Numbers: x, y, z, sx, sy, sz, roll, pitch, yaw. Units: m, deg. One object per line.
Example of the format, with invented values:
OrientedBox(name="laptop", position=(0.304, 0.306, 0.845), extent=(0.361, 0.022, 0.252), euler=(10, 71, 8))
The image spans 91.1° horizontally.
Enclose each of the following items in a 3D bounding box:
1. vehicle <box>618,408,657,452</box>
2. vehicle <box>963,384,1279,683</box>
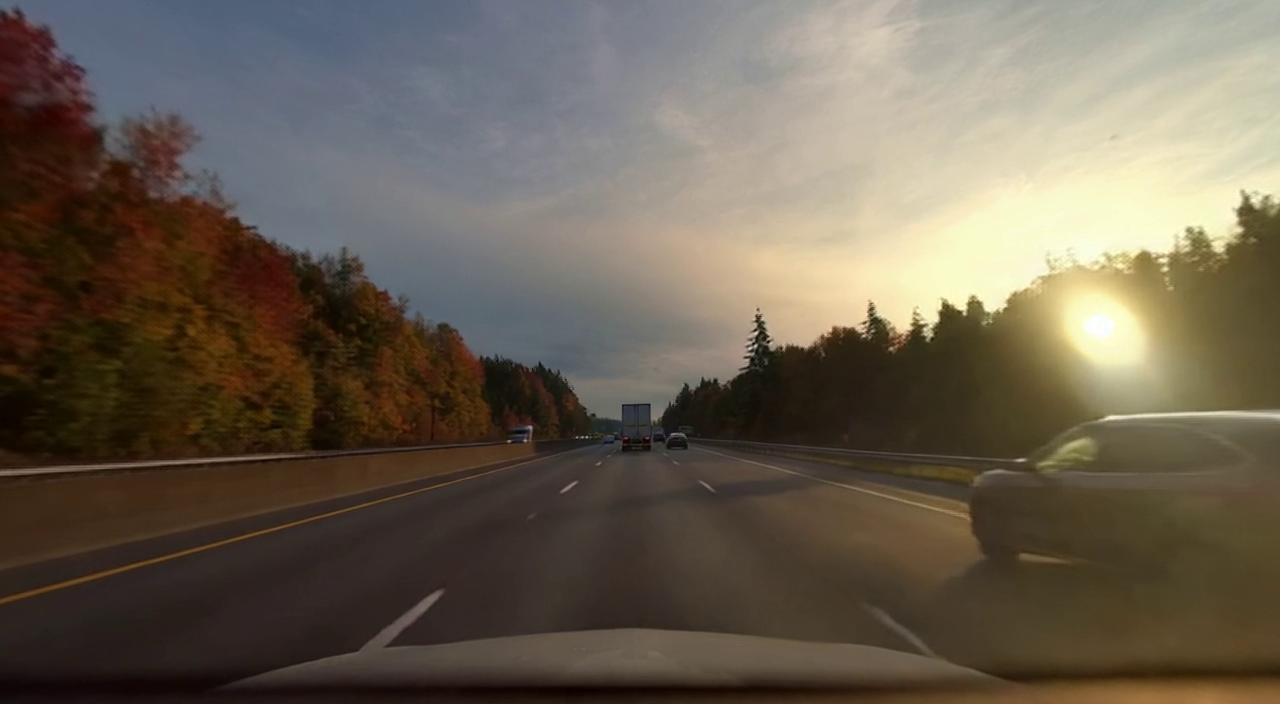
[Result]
OrientedBox(name="vehicle", position=(-0.250, 5.752, 45.872), extent=(2.631, 2.957, 6.512), euler=(0, -8, -2))
OrientedBox(name="vehicle", position=(4.139, 1.033, 4.088), extent=(1.882, 1.492, 3.958), euler=(0, -8, -1))
